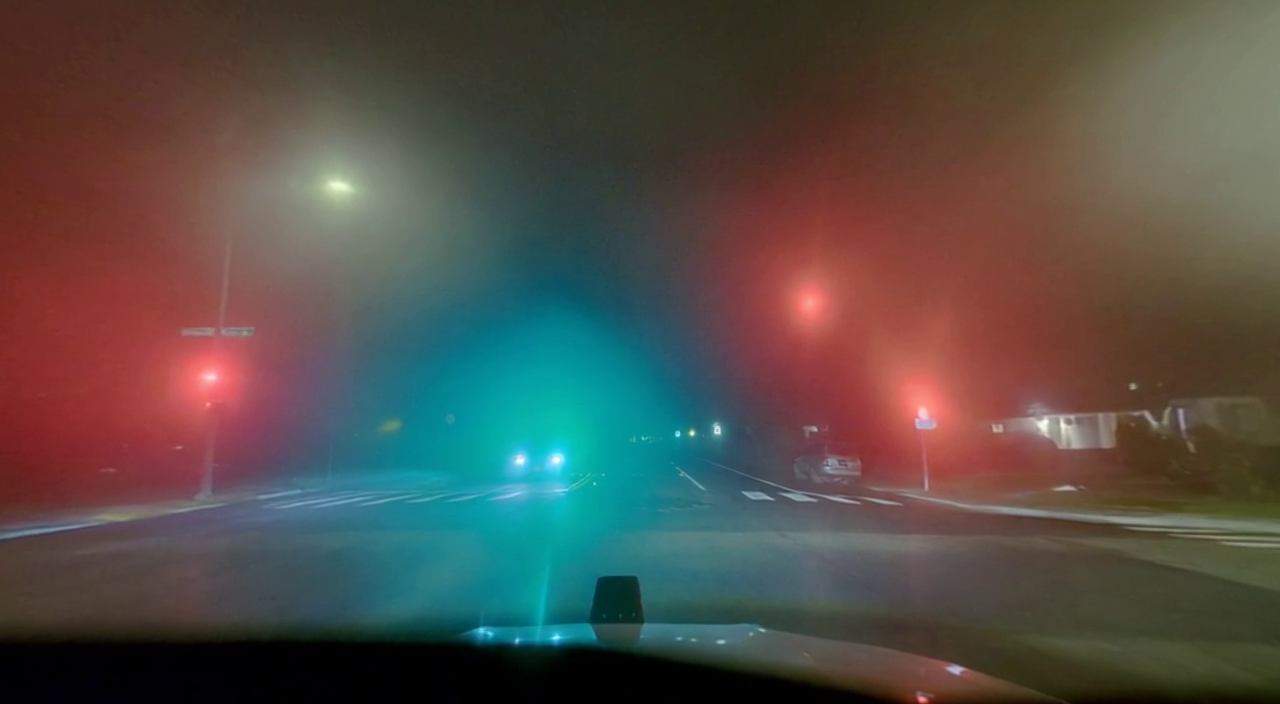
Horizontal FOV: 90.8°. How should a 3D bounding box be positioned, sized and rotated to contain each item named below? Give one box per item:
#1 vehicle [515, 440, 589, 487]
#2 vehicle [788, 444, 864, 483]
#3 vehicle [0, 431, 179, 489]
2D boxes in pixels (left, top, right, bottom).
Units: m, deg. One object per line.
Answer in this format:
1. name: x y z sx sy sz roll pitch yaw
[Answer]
1. vehicle: -2.967 3.858 22.140 2.014 1.499 3.999 0 -9 0
2. vehicle: 8.055 4.857 27.822 2.029 1.554 4.705 0 -9 2
3. vehicle: -17.901 3.420 20.168 4.743 1.734 1.994 0 -9 -1
